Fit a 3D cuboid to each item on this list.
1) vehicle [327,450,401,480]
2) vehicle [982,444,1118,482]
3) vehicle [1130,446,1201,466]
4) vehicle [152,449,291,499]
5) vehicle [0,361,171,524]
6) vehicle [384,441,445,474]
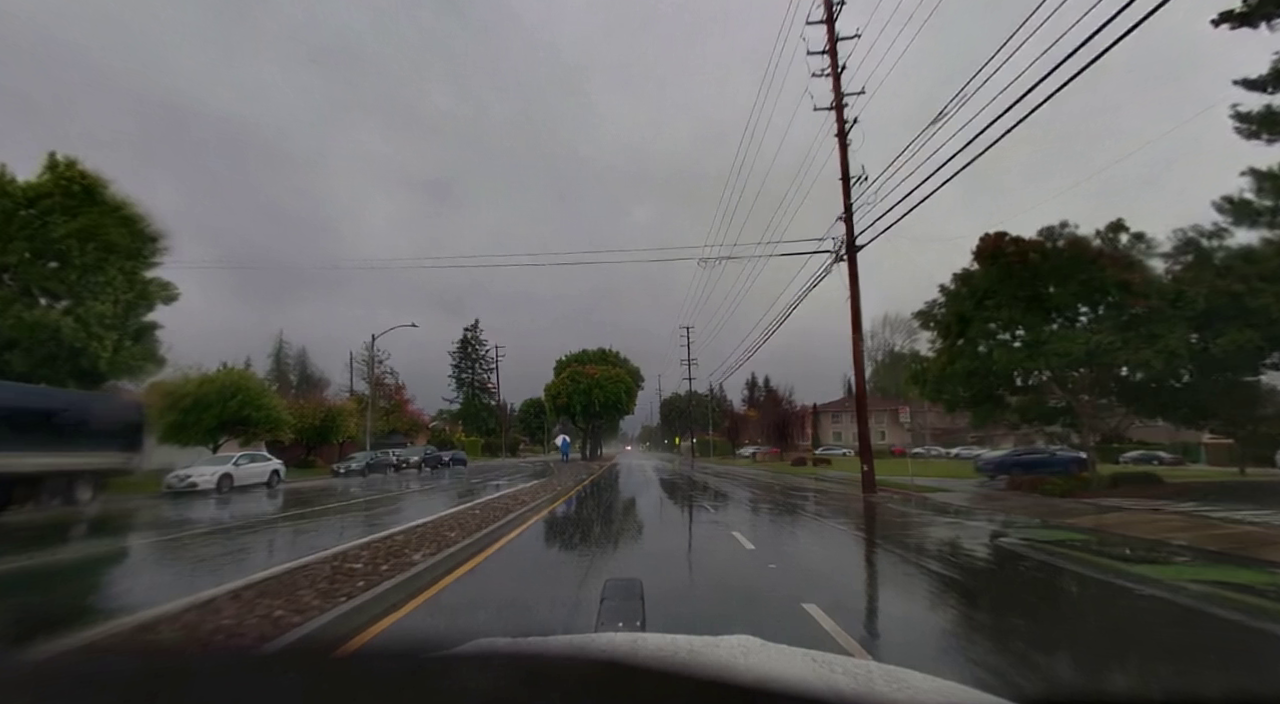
[{"bbox_3d":[-15.372,6.285,35.452,2.058,1.479,4.519,-1,-8,1],"label":"vehicle"},{"bbox_3d":[17.860,4.811,27.657,4.567,1.535,2.156,1,-9,-6],"label":"vehicle"},{"bbox_3d":[40.233,7.940,48.438,1.707,1.473,3.778,2,-9,-16],"label":"vehicle"},{"bbox_3d":[-15.451,4.496,23.701,2.029,1.520,4.615,-4,-8,1],"label":"vehicle"},{"bbox_3d":[-15.325,2.067,13.786,3.434,3.448,8.662,-4,-9,1],"label":"vehicle"},{"bbox_3d":[-15.170,7.108,42.817,2.298,1.979,4.920,-3,-8,0],"label":"vehicle"}]
